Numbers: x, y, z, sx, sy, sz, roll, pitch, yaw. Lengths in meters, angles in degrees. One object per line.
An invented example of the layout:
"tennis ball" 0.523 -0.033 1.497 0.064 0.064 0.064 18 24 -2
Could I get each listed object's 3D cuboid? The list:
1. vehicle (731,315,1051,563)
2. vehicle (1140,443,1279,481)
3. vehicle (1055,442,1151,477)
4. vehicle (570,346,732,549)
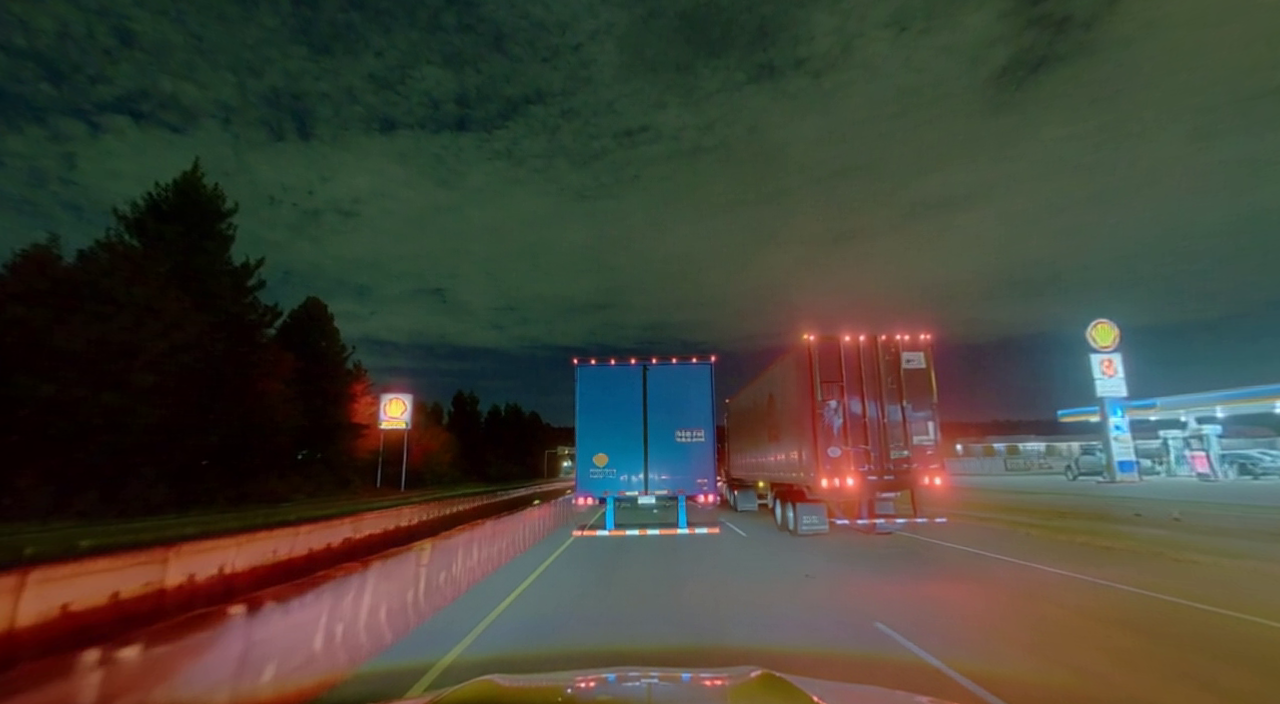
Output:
"vehicle" 4.360 2.090 14.062 2.936 3.640 9.443 1 -10 -2
"vehicle" 24.593 4.762 27.219 1.762 1.470 4.485 3 -11 -10
"vehicle" 24.703 5.801 33.835 1.919 1.722 4.024 1 -10 -2
"vehicle" 0.136 2.327 14.756 2.618 3.306 8.676 1 -10 -1
